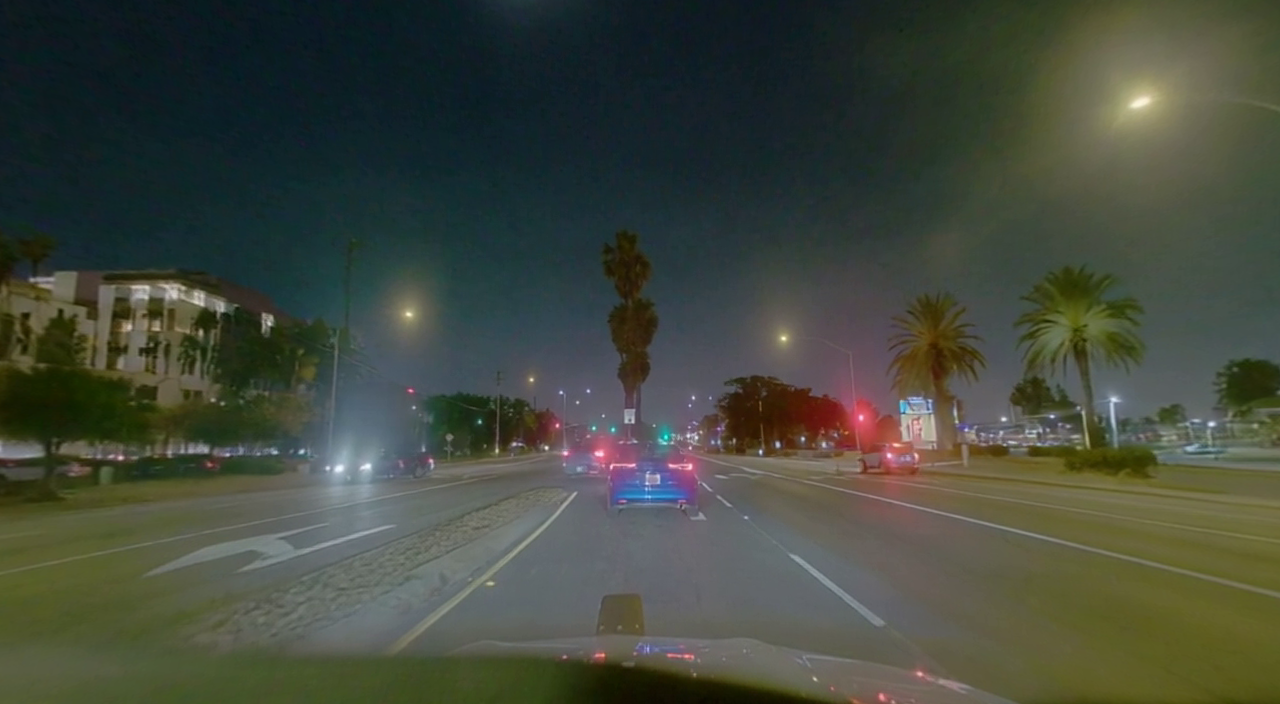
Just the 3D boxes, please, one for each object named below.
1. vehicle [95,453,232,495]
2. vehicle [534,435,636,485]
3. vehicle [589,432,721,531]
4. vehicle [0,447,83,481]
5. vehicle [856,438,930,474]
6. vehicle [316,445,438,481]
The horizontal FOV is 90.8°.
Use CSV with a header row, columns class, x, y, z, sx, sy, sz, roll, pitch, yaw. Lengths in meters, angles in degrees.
class,x,y,z,sx,sy,sz,roll,pitch,yaw
vehicle,-18.002,4.565,23.914,4.071,1.442,1.948,-2,-9,16
vehicle,-2.043,3.755,22.264,2.095,1.552,4.457,4,-9,-26
vehicle,0.179,2.284,11.791,1.986,1.473,4.382,0,-9,-1
vehicle,-28.694,5.162,29.352,4.287,1.509,1.972,-2,-9,13
vehicle,14.104,5.816,35.542,2.131,1.832,5.203,0,-9,2
vehicle,-11.679,4.909,28.190,4.585,1.479,2.088,-2,-9,13
